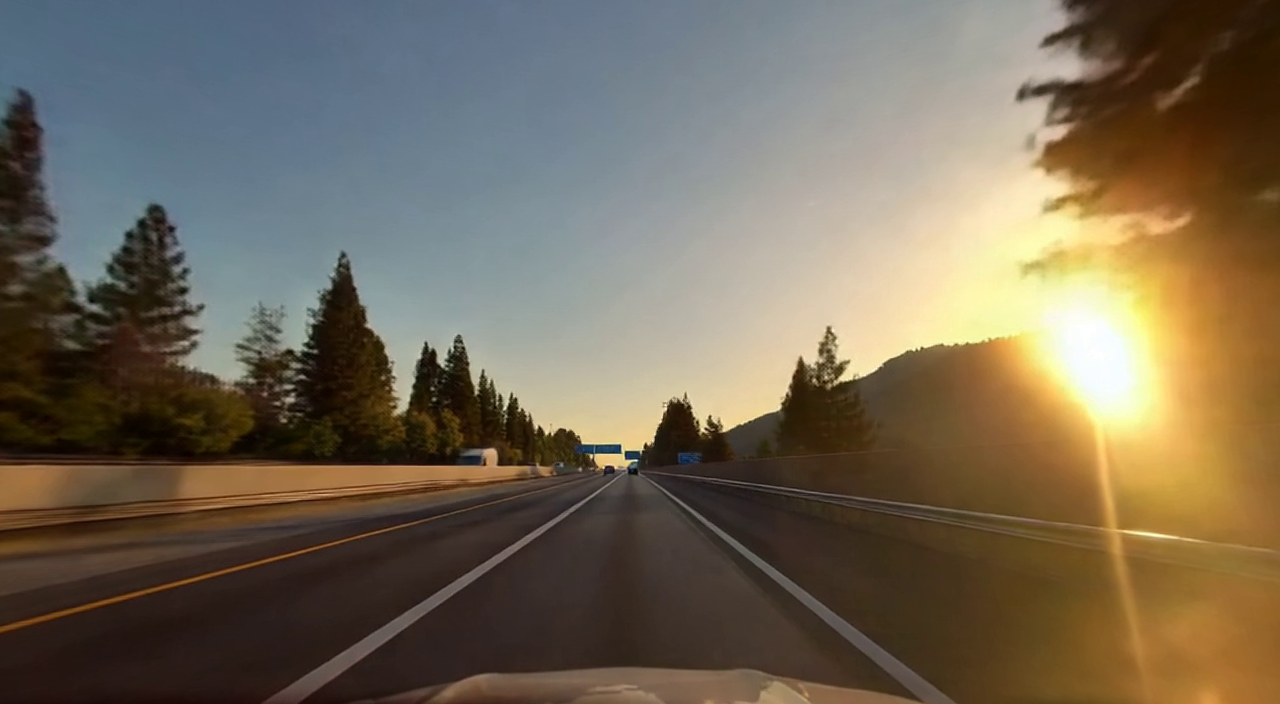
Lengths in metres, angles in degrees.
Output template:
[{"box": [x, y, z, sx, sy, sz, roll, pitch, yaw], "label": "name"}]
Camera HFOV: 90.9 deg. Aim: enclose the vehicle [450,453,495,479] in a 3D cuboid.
[{"box": [-12.923, 8.837, 48.835, 2.148, 1.890, 4.919, 1, -10, -1], "label": "vehicle"}]
